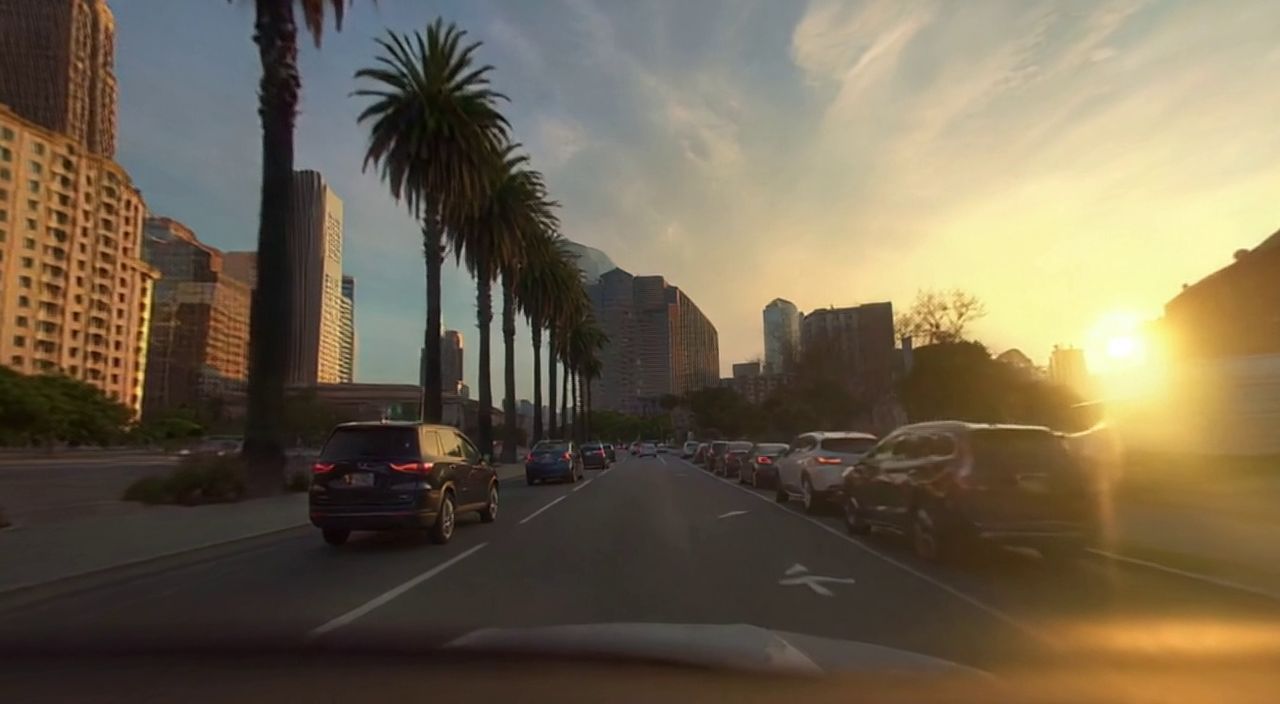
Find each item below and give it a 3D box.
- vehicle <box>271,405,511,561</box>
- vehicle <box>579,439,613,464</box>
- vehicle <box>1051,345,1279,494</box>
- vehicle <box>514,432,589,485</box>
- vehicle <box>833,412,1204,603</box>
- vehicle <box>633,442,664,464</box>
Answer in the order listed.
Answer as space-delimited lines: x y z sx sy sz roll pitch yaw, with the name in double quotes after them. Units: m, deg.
-3.338 1.833 9.500 1.800 1.797 4.224 0 -8 1 "vehicle"
-2.960 6.811 43.303 1.955 1.637 4.243 0 -8 1 "vehicle"
16.430 1.629 15.253 10.428 3.452 2.869 -6 -10 36 "vehicle"
-3.121 3.850 23.135 2.014 1.740 4.392 0 -8 1 "vehicle"
4.237 1.784 8.285 1.965 1.735 4.835 0 -8 2 "vehicle"
0.564 7.069 44.218 2.036 1.461 3.890 0 -8 -1 "vehicle"
